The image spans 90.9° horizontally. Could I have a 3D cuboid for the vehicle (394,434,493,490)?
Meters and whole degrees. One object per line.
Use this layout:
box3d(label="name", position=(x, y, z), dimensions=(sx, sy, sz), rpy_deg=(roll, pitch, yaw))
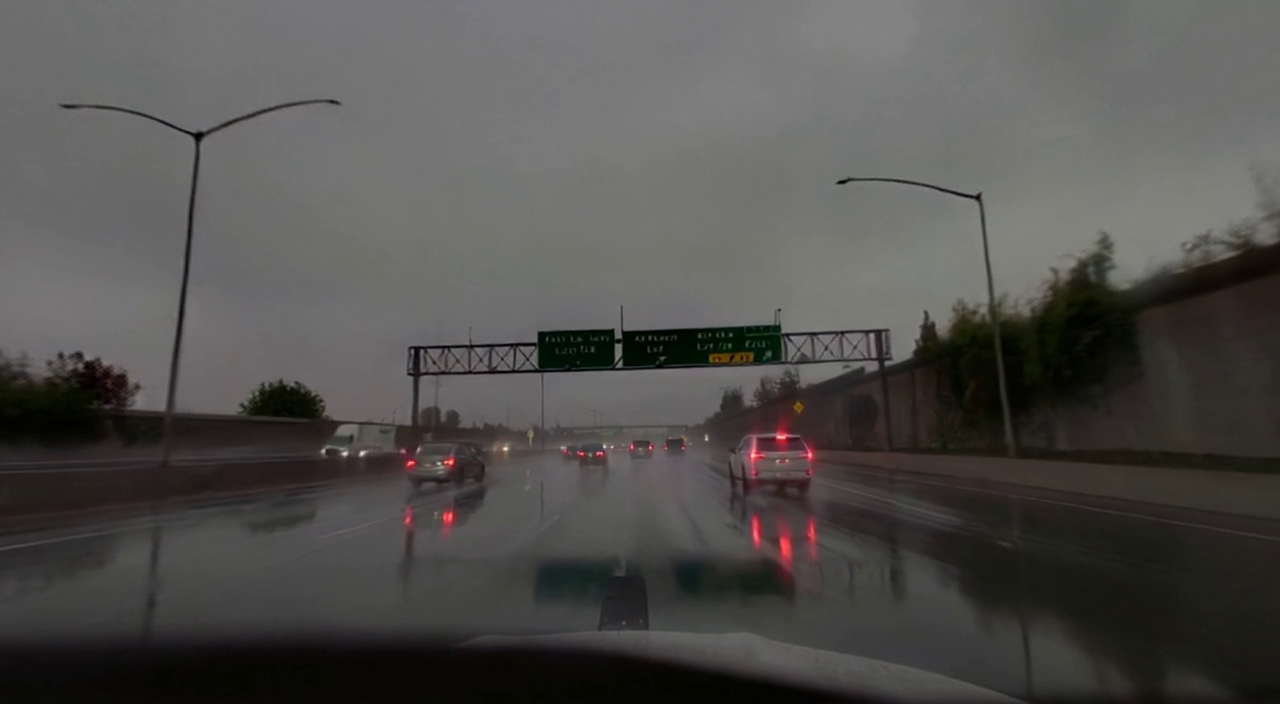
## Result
box3d(label="vehicle", position=(-6.463, 3.634, 21.240), dimensions=(1.946, 1.688, 4.019), rpy_deg=(0, -8, 1))

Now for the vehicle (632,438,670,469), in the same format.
box3d(label="vehicle", position=(0.668, 6.048, 37.759), dimensions=(2.133, 1.739, 3.925), rpy_deg=(0, -8, 2))

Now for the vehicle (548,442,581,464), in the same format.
box3d(label="vehicle", position=(-5.853, 7.905, 49.385), dimensions=(1.992, 1.604, 3.966), rpy_deg=(0, -8, 1))

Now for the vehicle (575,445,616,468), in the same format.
box3d(label="vehicle", position=(-2.767, 6.701, 40.585), dimensions=(2.205, 1.406, 4.286), rpy_deg=(0, -8, 2))

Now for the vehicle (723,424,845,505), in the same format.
box3d(label="vehicle", position=(3.574, 2.894, 16.684), dimensions=(2.083, 1.823, 4.627), rpy_deg=(0, -8, -1))
